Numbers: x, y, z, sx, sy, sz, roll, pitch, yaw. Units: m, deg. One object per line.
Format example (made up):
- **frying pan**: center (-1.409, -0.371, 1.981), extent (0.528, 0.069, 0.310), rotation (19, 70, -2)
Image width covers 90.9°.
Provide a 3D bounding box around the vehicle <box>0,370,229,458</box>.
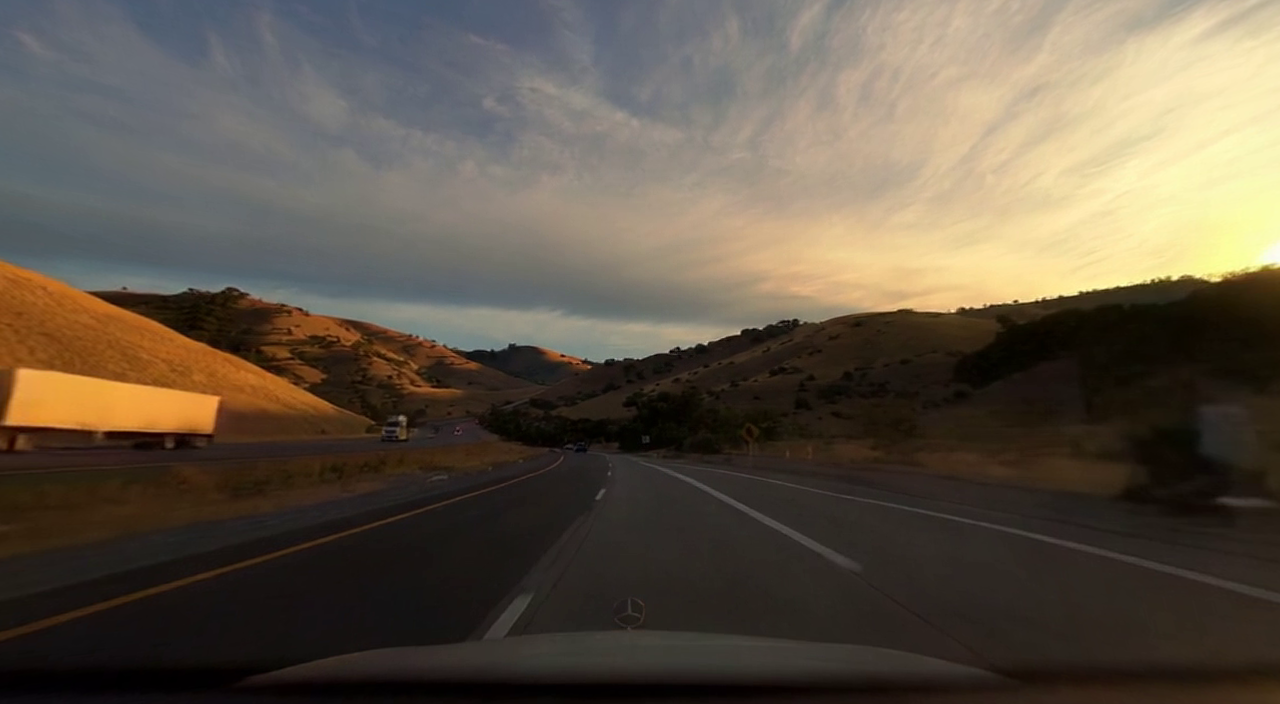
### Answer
- **vehicle**: center (-27.912, 3.678, 33.348), extent (2.819, 3.536, 15.839), rotation (1, -9, -4)
